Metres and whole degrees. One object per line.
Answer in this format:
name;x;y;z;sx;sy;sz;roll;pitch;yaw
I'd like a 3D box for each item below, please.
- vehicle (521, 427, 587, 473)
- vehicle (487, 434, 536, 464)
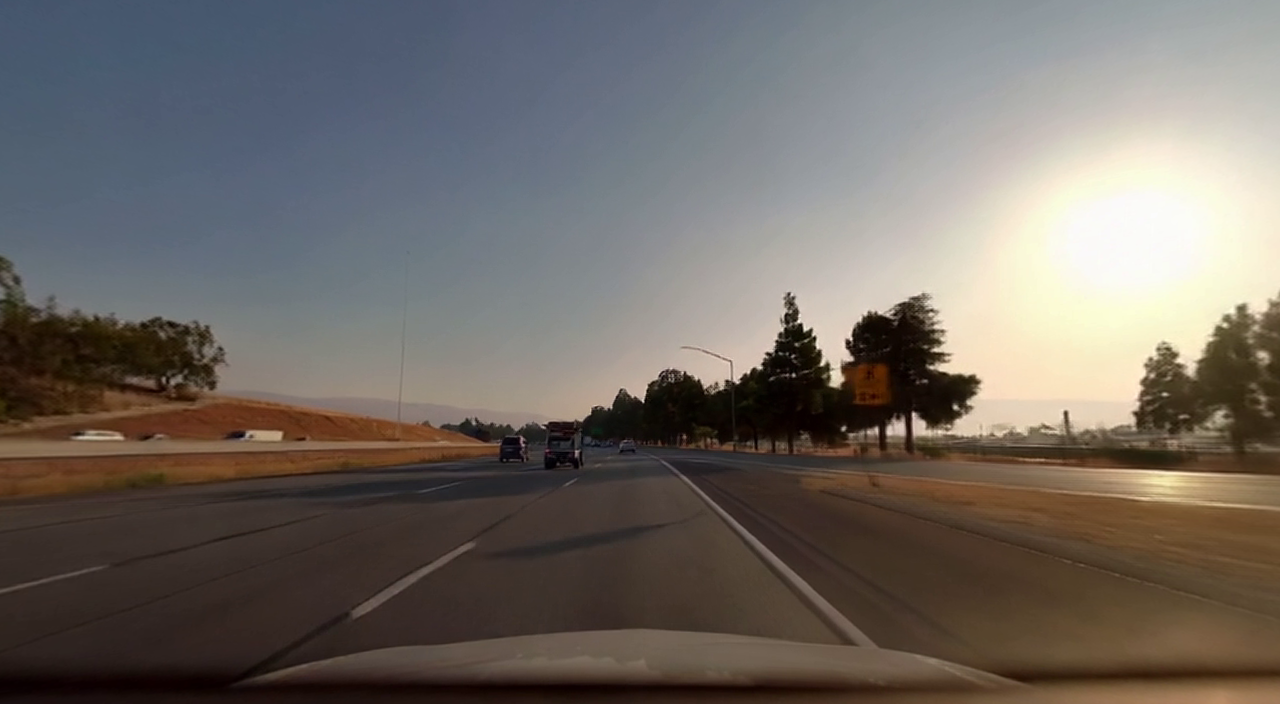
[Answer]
vehicle;-3.491;4.087;26.223;2.194;1.766;3.720;0;-8;0
vehicle;-7.926;6.000;39.059;2.078;1.729;4.722;0;-8;0
